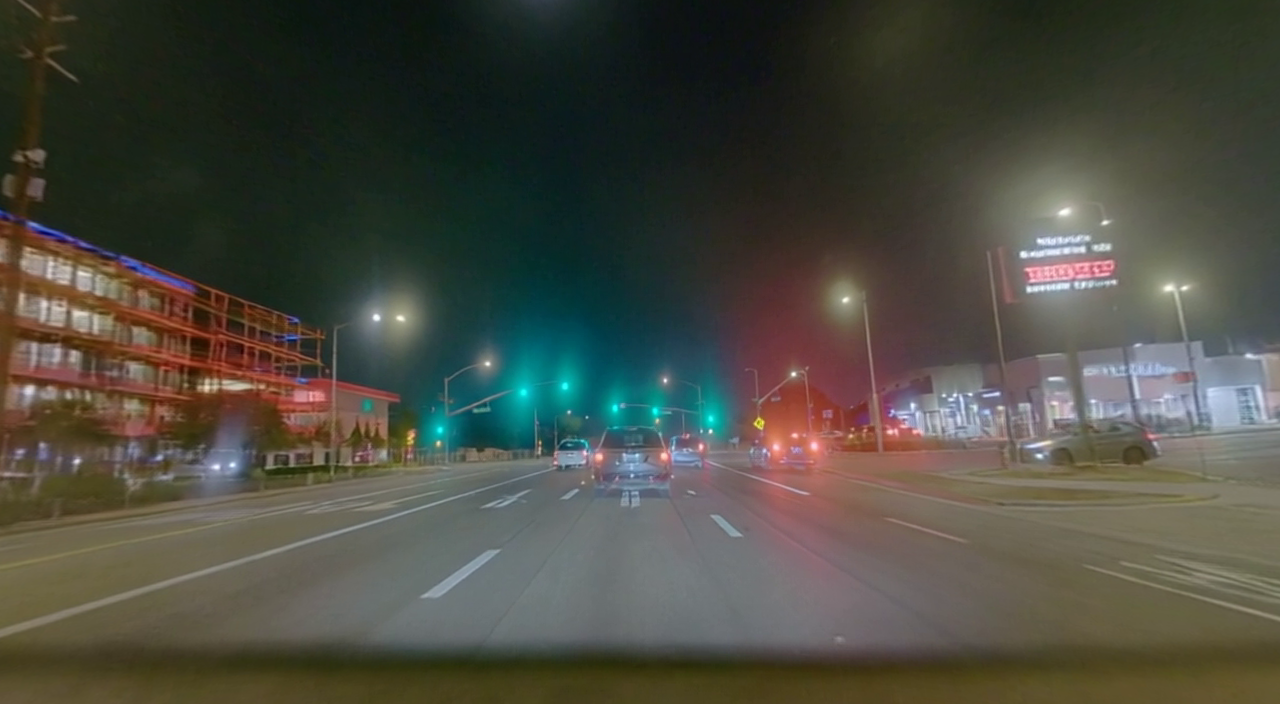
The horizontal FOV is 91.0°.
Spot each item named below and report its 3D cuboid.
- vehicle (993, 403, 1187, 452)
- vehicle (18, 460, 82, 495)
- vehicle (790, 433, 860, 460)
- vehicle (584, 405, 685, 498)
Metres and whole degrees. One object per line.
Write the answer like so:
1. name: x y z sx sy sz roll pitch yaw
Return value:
1. vehicle: 14.858 2.596 21.132 4.986 1.467 2.025 -6 -10 34
2. vehicle: -33.398 7.041 35.550 4.692 1.720 1.941 -7 -11 40
3. vehicle: 11.253 5.728 38.109 4.267 1.503 2.145 8 -12 -44
4. vehicle: -0.248 2.746 17.600 2.350 2.122 5.801 0 -9 -2
